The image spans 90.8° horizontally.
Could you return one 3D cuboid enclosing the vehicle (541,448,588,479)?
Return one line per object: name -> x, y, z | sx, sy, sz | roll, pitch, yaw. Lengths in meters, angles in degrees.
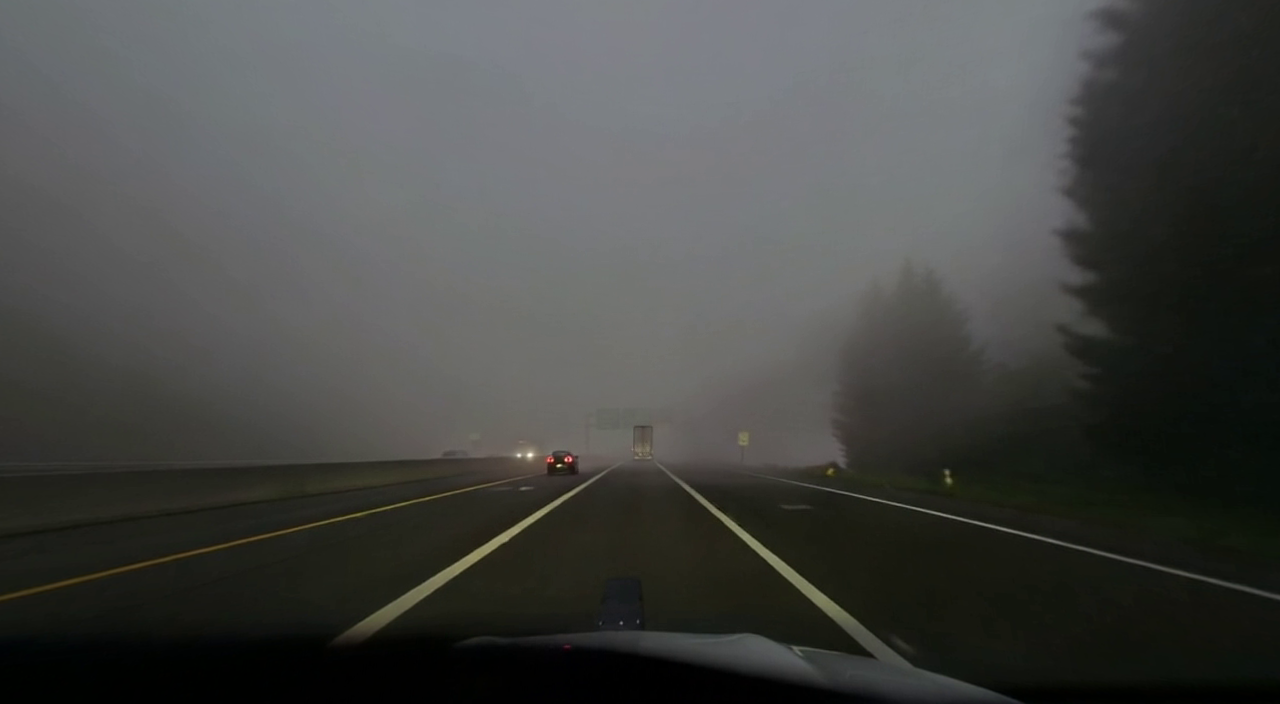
vehicle -> -3.799, 5.711, 32.507 | 1.886, 1.465, 4.119 | 0, -9, 0
